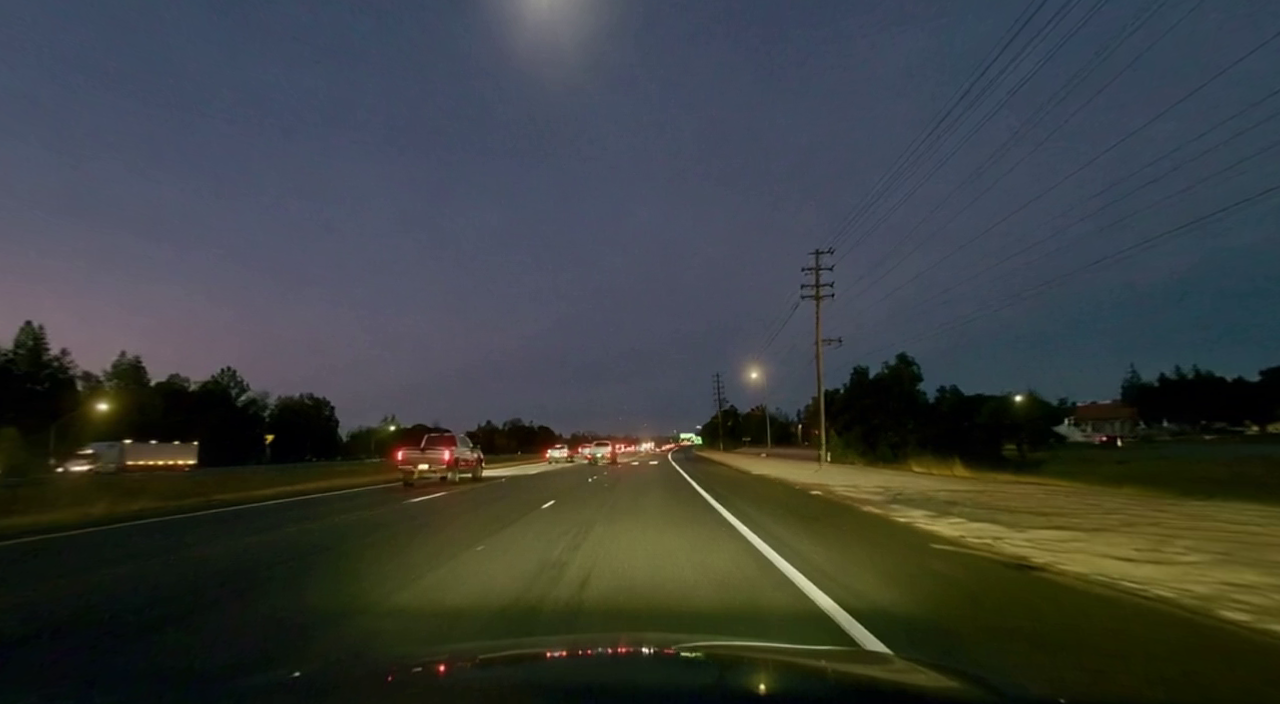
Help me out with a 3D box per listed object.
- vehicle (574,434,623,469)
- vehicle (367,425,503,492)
[{"bbox_3d":[-2.502,6.225,39.563,2.448,2.025,5.193,-1,-8,3],"label":"vehicle"},{"bbox_3d":[-6.817,3.655,22.090,2.460,1.992,6.474,0,-8,1],"label":"vehicle"}]
